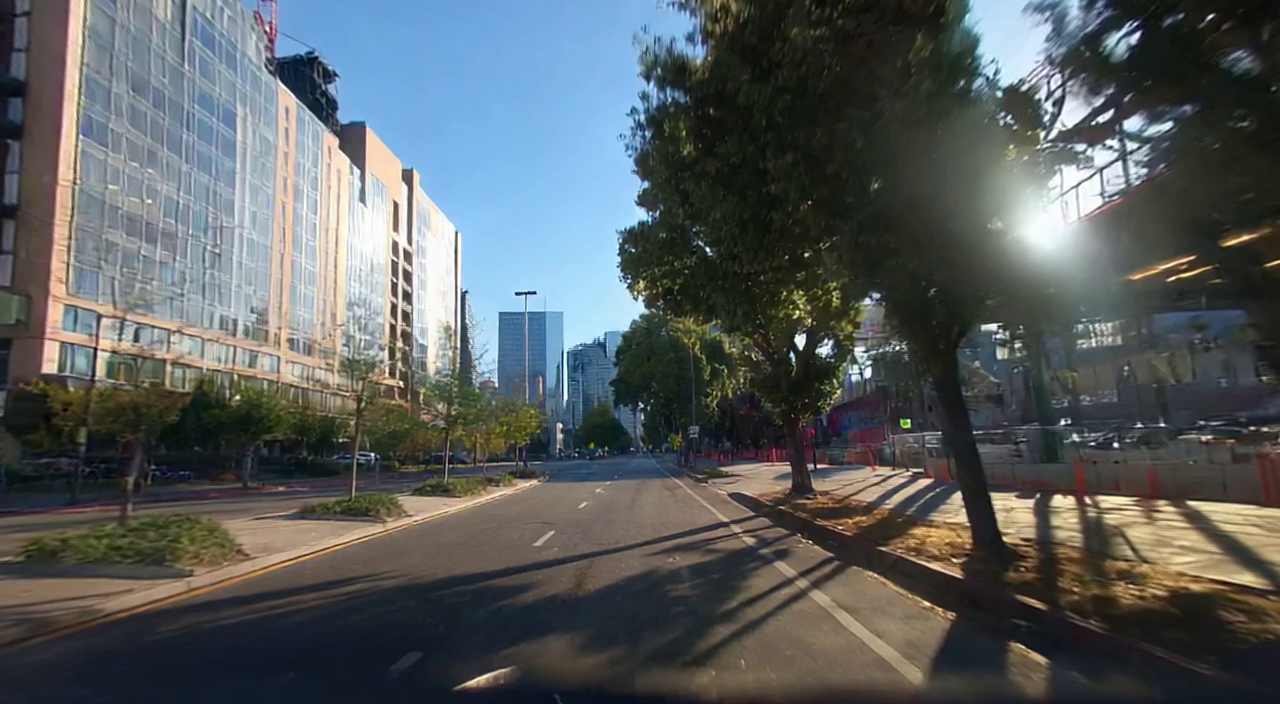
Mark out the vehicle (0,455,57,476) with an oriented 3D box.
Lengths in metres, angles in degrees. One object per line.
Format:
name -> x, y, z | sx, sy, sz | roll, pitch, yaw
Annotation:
vehicle -> -43.454, 7.948, 44.087 | 3.564, 1.431, 1.678 | 0, -9, 1
